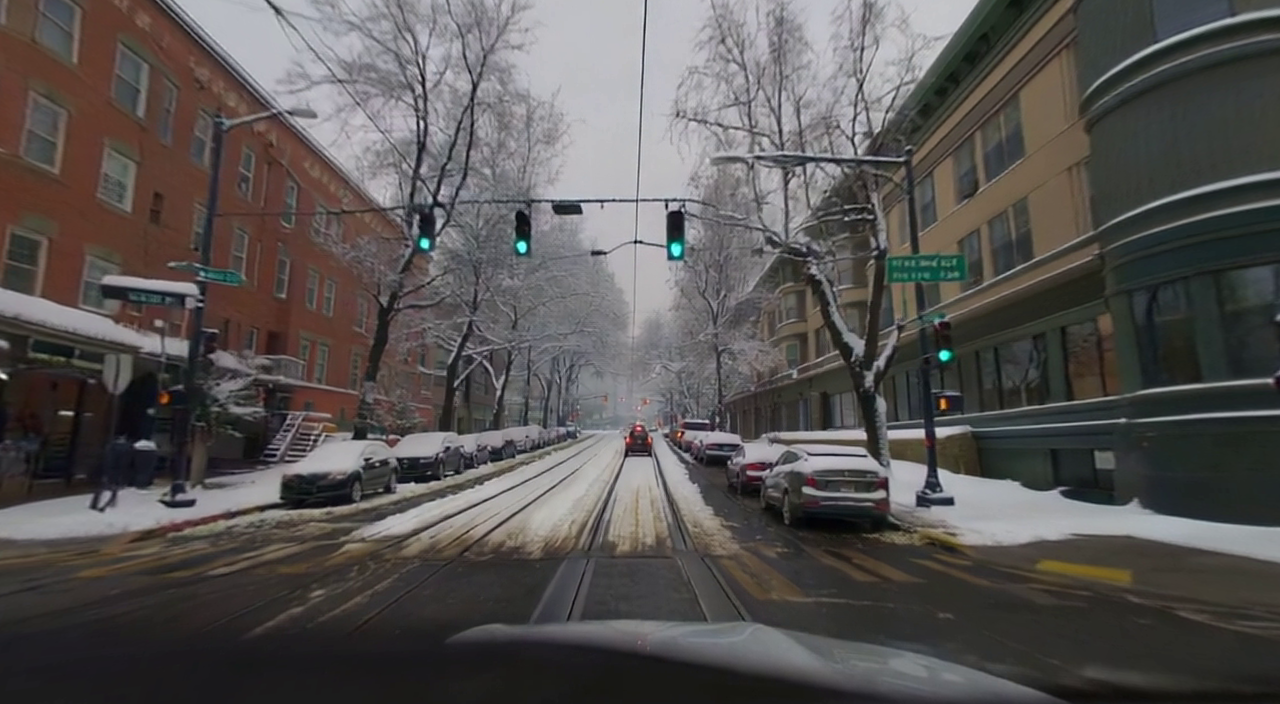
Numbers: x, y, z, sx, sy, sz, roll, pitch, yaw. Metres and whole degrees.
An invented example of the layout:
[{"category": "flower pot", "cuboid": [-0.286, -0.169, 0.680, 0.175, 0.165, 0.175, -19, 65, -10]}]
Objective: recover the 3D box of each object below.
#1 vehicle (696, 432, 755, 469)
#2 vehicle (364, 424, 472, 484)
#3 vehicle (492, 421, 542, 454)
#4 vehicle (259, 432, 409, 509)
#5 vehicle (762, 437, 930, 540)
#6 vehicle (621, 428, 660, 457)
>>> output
[{"category": "vehicle", "cuboid": [3.776, 4.431, 28.617, 1.890, 1.559, 4.281, 0, -8, -2]}, {"category": "vehicle", "cuboid": [-7.382, 3.469, 21.578, 1.861, 1.751, 4.550, 1, -9, 2]}, {"category": "vehicle", "cuboid": [-7.354, 5.201, 38.248, 2.049, 1.821, 5.066, 0, -8, 0]}, {"category": "vehicle", "cuboid": [-7.358, 2.922, 15.702, 1.779, 1.588, 3.953, 2, -10, -2]}, {"category": "vehicle", "cuboid": [3.911, 2.614, 12.865, 1.929, 1.723, 4.134, 0, -8, -1]}, {"category": "vehicle", "cuboid": [-0.019, 5.075, 35.484, 1.984, 1.571, 3.404, 0, -8, -3]}]
